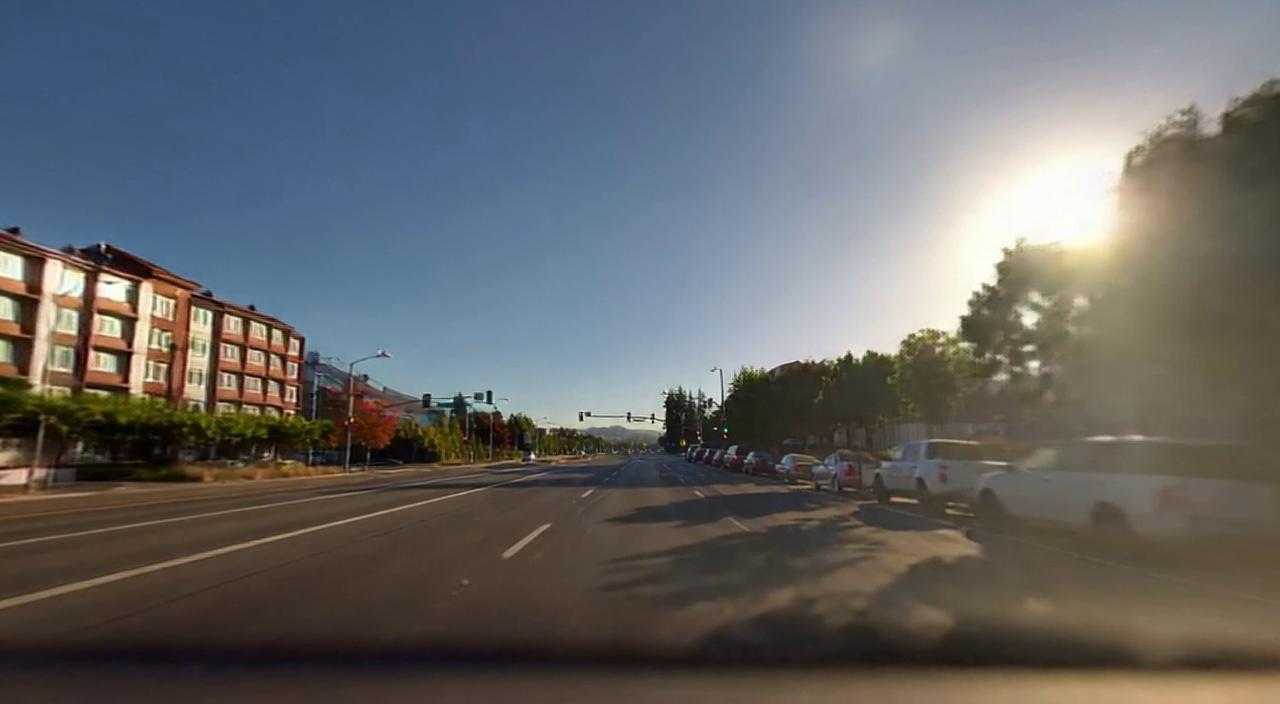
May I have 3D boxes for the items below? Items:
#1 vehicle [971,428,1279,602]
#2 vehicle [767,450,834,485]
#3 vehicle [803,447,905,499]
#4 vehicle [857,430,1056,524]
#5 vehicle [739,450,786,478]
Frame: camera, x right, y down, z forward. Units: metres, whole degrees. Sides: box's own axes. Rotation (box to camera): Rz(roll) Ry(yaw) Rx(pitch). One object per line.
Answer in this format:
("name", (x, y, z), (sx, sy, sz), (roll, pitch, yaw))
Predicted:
("vehicle", (6.845, 1.949, 8.539), (1.951, 1.627, 5.113), (0, -9, 1))
("vehicle", (7.175, 5.191, 28.493), (1.864, 1.466, 4.352), (0, -9, 0))
("vehicle", (7.041, 4.005, 21.268), (1.884, 1.523, 4.746), (0, -9, 1))
("vehicle", (6.722, 2.706, 14.078), (1.977, 1.732, 4.555), (1, -9, -1))
("vehicle", (7.017, 6.425, 36.292), (1.863, 1.512, 4.525), (0, -9, 1))
